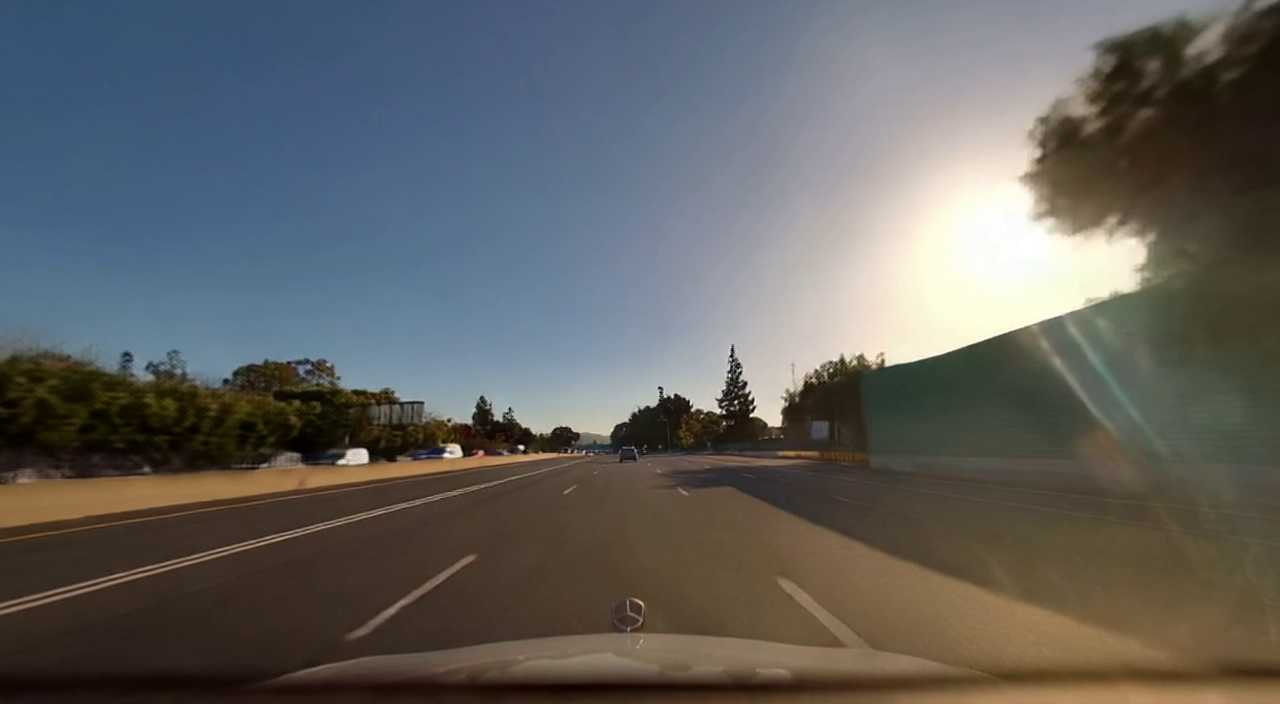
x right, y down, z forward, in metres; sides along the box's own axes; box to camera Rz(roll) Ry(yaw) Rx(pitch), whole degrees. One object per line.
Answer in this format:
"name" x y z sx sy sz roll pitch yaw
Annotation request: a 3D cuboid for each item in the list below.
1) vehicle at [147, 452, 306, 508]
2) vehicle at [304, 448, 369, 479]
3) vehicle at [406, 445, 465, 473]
"vehicle" -11.766 3.624 18.340 1.879 1.413 4.147 0 -9 -1
"vehicle" -21.469 7.858 44.791 2.068 2.055 5.101 0 -9 0
"vehicle" -12.104 6.385 37.706 1.947 1.533 4.756 0 -9 0
